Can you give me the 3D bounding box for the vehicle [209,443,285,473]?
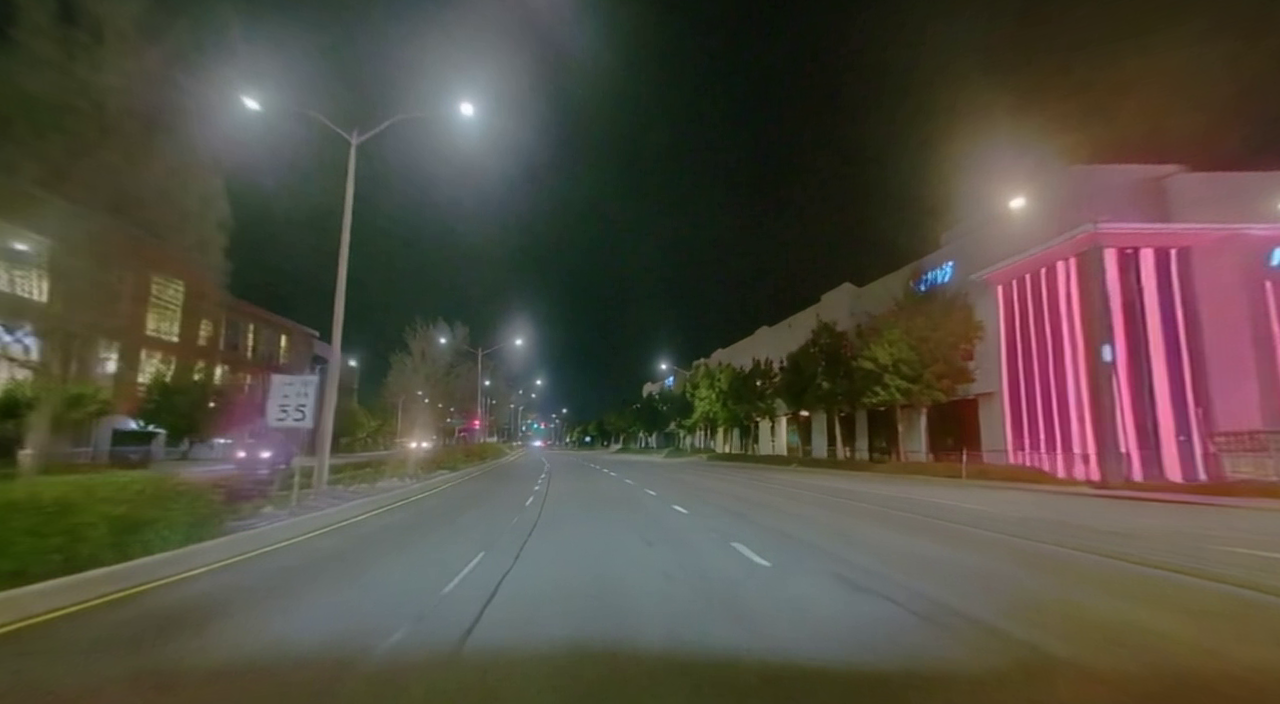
[{"bbox_3d":[-22.695,6.111,36.639,1.954,1.577,4.590,1,-9,-8],"label":"vehicle"}]
